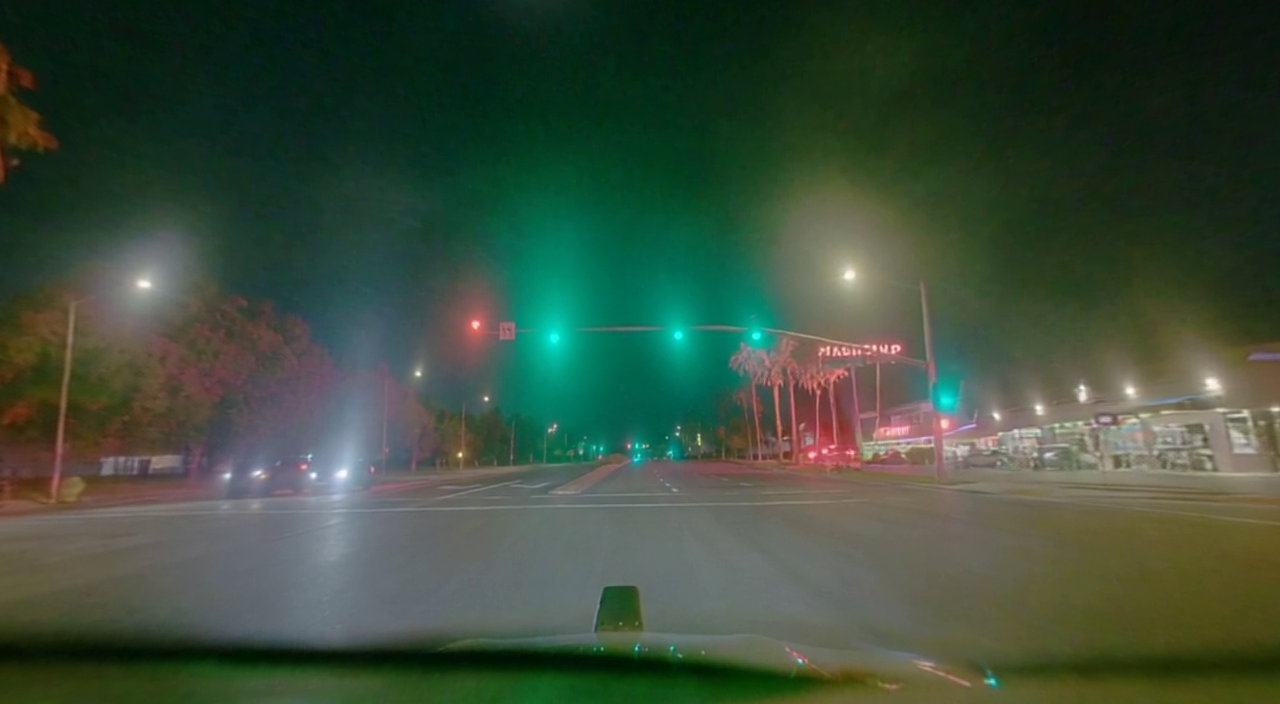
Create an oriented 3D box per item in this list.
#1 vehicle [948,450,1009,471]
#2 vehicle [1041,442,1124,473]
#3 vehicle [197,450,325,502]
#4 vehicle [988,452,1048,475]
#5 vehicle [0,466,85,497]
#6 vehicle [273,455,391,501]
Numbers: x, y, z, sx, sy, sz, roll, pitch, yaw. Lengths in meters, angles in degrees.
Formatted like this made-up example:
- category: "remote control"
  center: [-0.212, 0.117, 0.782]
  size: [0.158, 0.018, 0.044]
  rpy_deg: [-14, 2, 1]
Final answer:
- category: "vehicle"
  center: [22.597, 7.225, 42.161]
  size: [3.280, 1.344, 1.518]
  rpy_deg: [2, -9, -12]
- category: "vehicle"
  center: [24.506, 5.852, 35.014]
  size: [3.381, 1.424, 2.059]
  rpy_deg: [0, -12, -23]
- category: "vehicle"
  center: [-14.541, 4.737, 24.669]
  size: [1.976, 1.758, 4.986]
  rpy_deg: [0, -9, -1]
- category: "vehicle"
  center: [23.517, 6.940, 39.299]
  size: [3.142, 1.270, 1.464]
  rpy_deg: [2, -9, -21]
- category: "vehicle"
  center: [-35.272, 7.489, 36.796]
  size: [1.906, 1.528, 4.535]
  rpy_deg: [0, -9, -2]
- category: "vehicle"
  center: [-11.242, 4.605, 23.487]
  size: [2.019, 1.434, 4.622]
  rpy_deg: [0, -9, 0]
